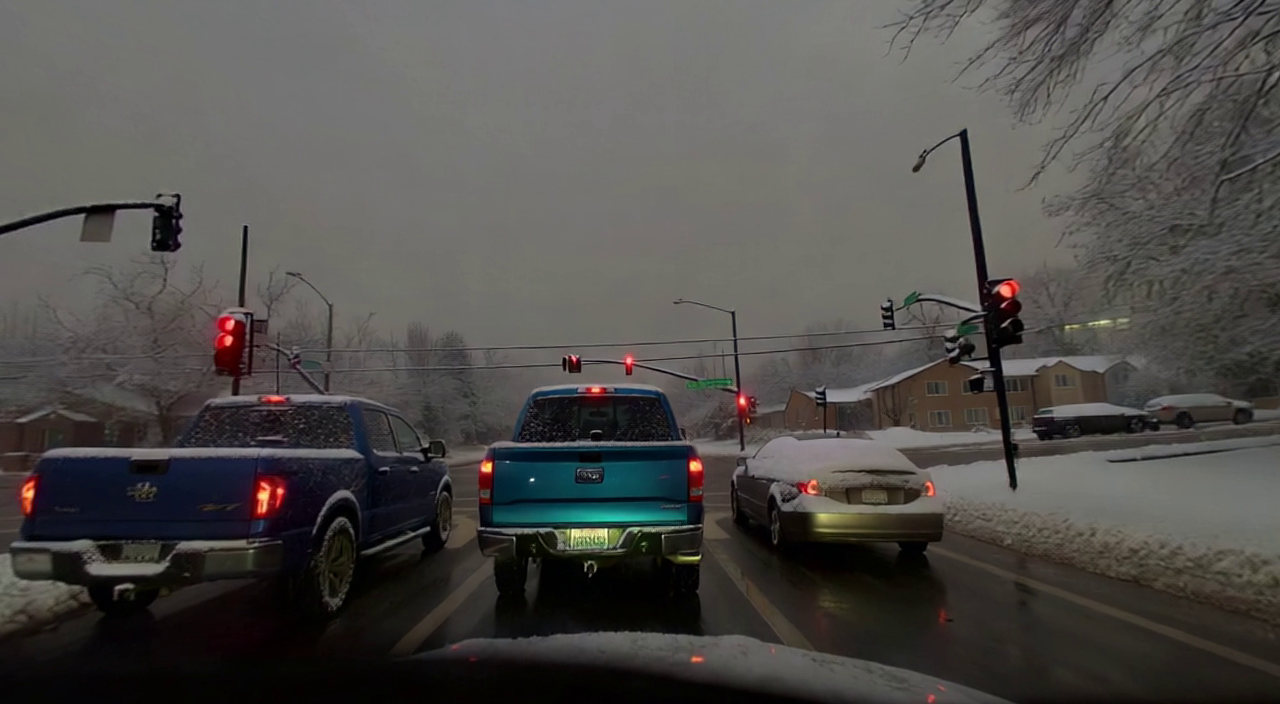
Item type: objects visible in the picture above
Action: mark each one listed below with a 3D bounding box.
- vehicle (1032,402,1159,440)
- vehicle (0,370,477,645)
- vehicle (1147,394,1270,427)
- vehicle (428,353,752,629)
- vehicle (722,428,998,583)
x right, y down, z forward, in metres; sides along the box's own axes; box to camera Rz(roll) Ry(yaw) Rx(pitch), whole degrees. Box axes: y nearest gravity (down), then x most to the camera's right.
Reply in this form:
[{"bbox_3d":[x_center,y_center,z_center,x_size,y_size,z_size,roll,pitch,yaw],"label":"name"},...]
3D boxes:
[{"bbox_3d":[23.314,3.585,32.482,4.721,1.866,2.188,0,-9,2],"label":"vehicle"},{"bbox_3d":[-3.460,1.419,6.889,2.146,1.828,5.148,0,-9,-2],"label":"vehicle"},{"bbox_3d":[29.310,3.047,32.666,4.540,1.543,1.803,0,-9,1],"label":"vehicle"},{"bbox_3d":[-0.374,1.311,6.788,2.282,1.964,4.421,0,-9,-1],"label":"vehicle"},{"bbox_3d":[2.410,1.809,8.329,2.016,1.481,4.336,0,-9,-1],"label":"vehicle"}]
